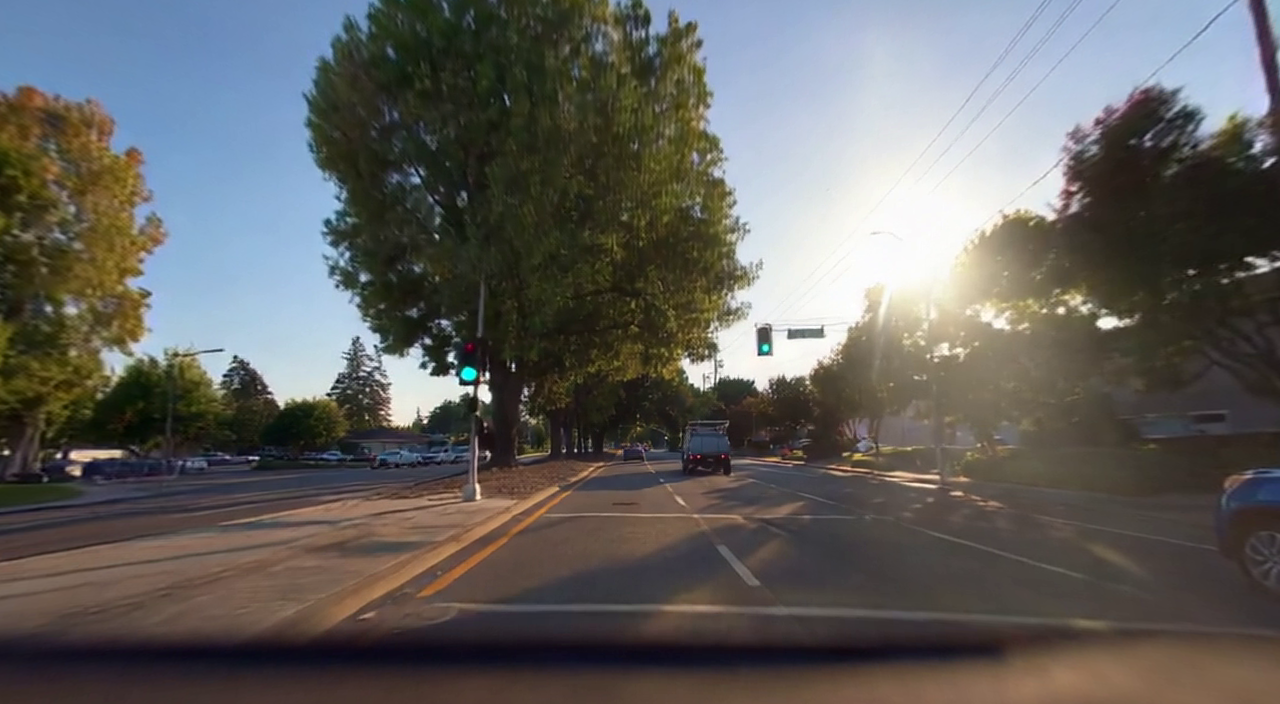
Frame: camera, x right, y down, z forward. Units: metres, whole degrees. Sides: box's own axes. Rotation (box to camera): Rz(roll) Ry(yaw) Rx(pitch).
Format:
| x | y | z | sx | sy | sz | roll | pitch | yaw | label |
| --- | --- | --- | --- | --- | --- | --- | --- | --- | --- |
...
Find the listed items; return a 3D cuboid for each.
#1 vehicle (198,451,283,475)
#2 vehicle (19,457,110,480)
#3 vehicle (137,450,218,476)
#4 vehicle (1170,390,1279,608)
| x | y | z | sx | sy | sz | roll | pitch | yaw | label |
| --- | --- | --- | --- | --- | --- | --- | --- | --- | --- |
| -28.531 | 7.944 | 45.209 | 4.657 | 1.636 | 2.059 | 0 | -8 | 0 | vehicle |
| -40.884 | 8.250 | 44.972 | 4.364 | 1.506 | 1.833 | 1 | -8 | -8 | vehicle |
| -34.385 | 8.216 | 47.097 | 4.594 | 1.801 | 2.489 | 5 | -10 | -35 | vehicle |
| 6.217 | 0.992 | 3.776 | 2.012 | 1.754 | 4.635 | 0 | -8 | 0 | vehicle |
